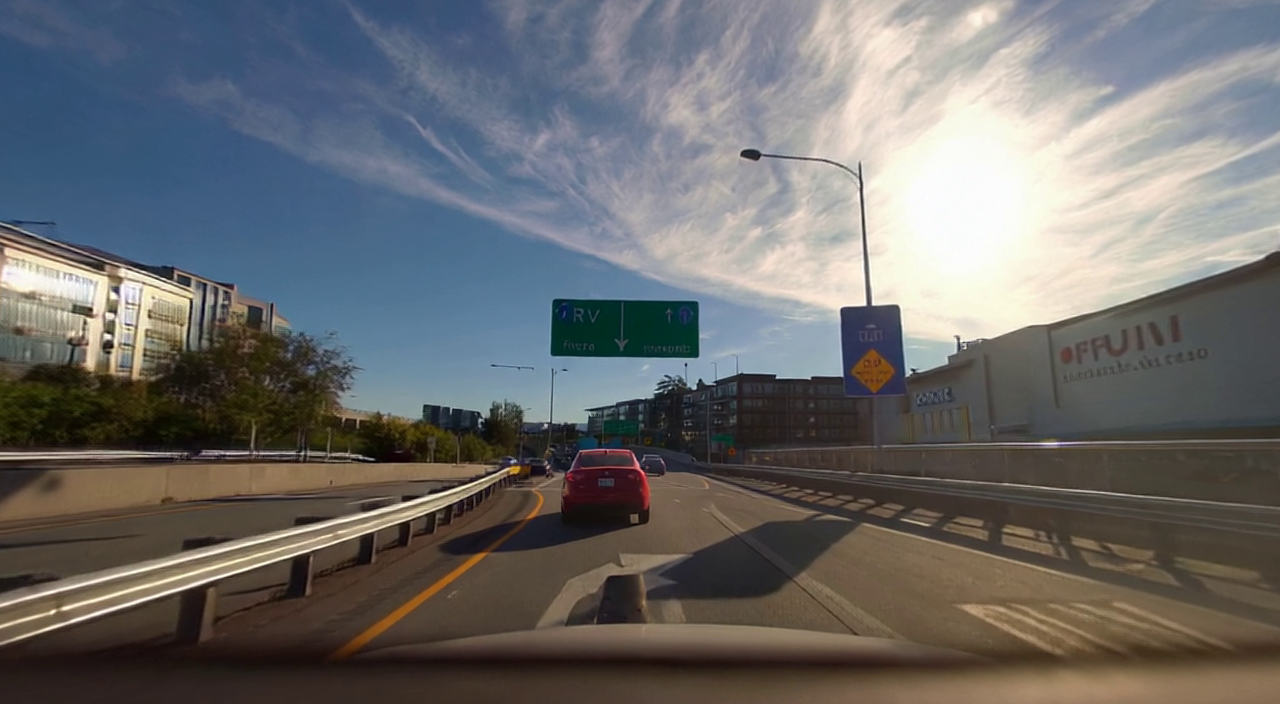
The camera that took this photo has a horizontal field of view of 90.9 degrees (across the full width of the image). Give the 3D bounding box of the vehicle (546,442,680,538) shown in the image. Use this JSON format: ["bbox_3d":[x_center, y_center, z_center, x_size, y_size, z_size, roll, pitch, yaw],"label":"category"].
[{"bbox_3d":[-0.529,2.425,11.704,2.063,1.442,3.933,0,-9,-3],"label":"vehicle"}]
